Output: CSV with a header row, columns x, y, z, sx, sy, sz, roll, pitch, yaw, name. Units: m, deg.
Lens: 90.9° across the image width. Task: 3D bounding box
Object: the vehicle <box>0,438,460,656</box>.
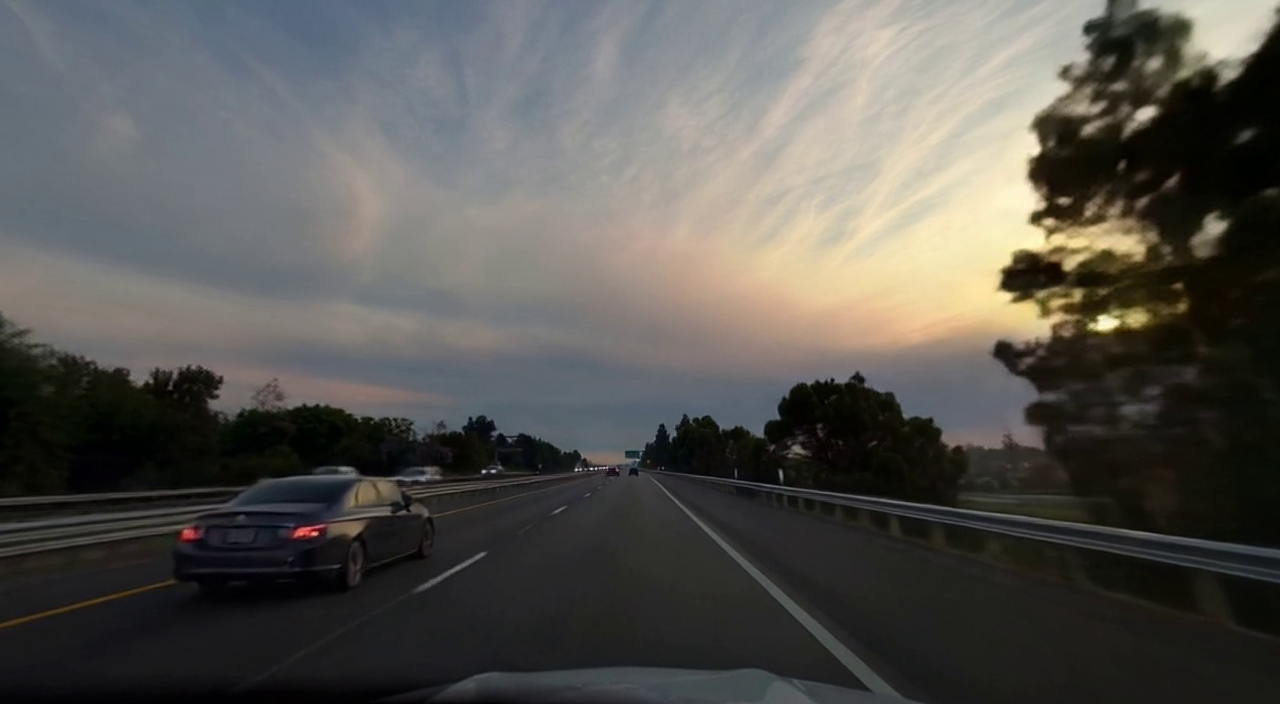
x,y,z,sx,sy,sz,roll,pitch,yaw,name
-3.813,1.801,6.895,2.146,1.441,5.020,1,-10,1,vehicle
